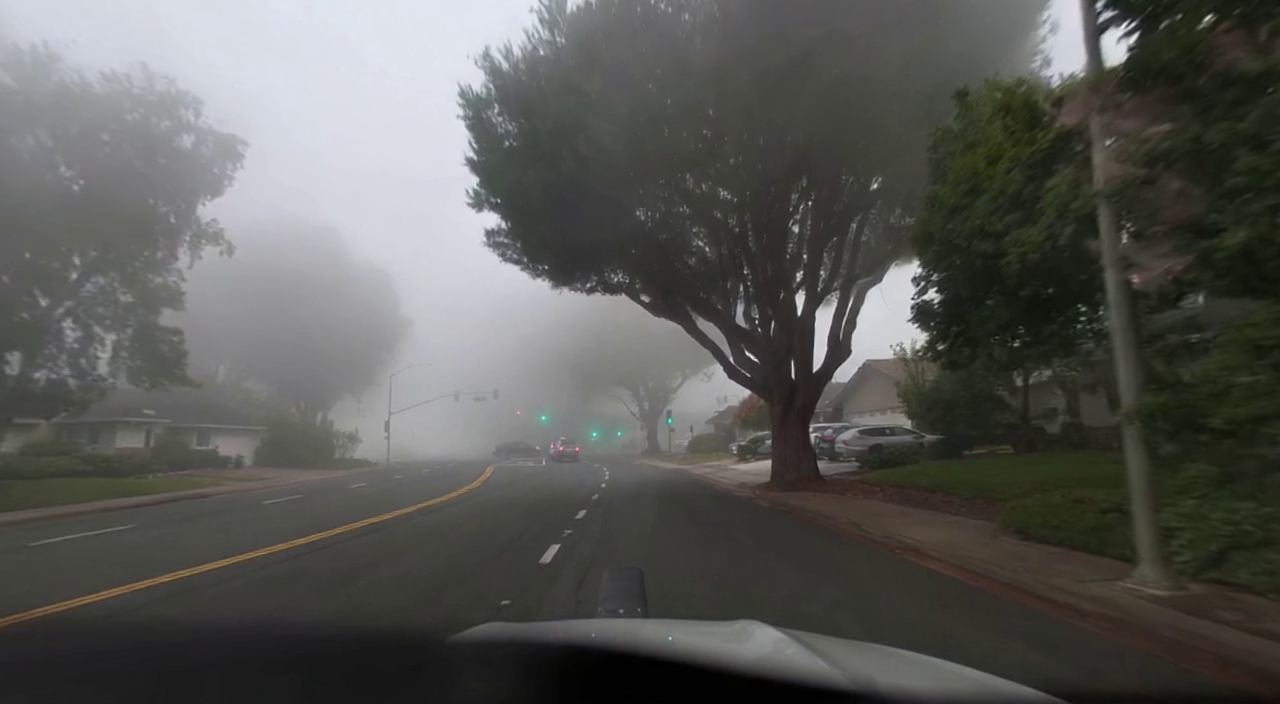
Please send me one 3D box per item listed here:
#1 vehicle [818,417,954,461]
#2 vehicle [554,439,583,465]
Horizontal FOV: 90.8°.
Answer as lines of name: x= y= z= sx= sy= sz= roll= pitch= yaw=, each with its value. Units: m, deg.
vehicle: x=9.724 y=3.482 z=25.234 sx=4.590 sy=1.648 sz=1.876 roll=0 pitch=-9 yaw=-3
vehicle: x=-5.503 y=7.566 z=47.897 sx=2.041 sy=1.834 sz=4.679 roll=1 pitch=-9 yaw=-8
